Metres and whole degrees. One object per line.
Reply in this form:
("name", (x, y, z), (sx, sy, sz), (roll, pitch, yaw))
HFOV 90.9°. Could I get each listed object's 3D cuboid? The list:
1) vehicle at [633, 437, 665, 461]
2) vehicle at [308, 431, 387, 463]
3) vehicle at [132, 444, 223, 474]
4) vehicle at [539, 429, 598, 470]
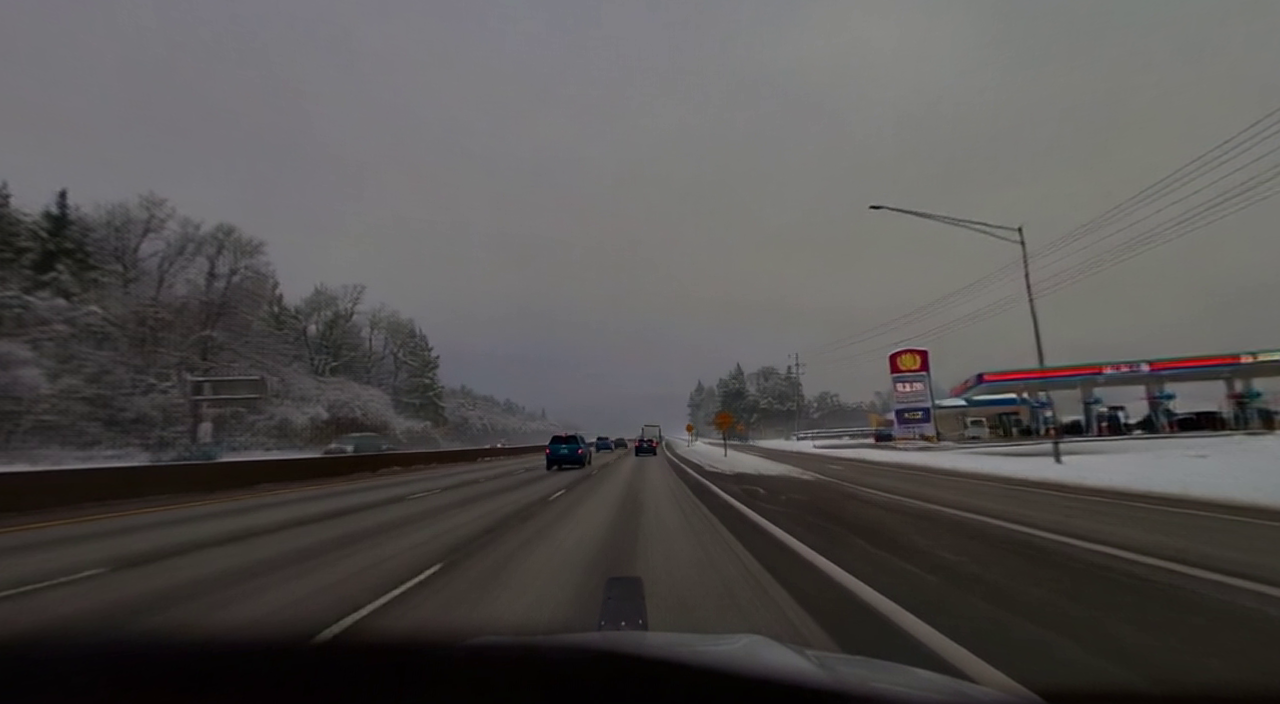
("vehicle", (0.561, 6.451, 42.185), (1.982, 1.524, 3.800), (0, -8, -1))
("vehicle", (-20.393, 6.681, 44.383), (2.388, 2.040, 6.505), (0, -8, 0))
("vehicle", (-27.883, 6.468, 38.260), (2.051, 1.686, 4.574), (0, -8, 0))
("vehicle", (-3.469, 4.843, 31.439), (2.273, 1.884, 4.515), (0, -8, 2))
